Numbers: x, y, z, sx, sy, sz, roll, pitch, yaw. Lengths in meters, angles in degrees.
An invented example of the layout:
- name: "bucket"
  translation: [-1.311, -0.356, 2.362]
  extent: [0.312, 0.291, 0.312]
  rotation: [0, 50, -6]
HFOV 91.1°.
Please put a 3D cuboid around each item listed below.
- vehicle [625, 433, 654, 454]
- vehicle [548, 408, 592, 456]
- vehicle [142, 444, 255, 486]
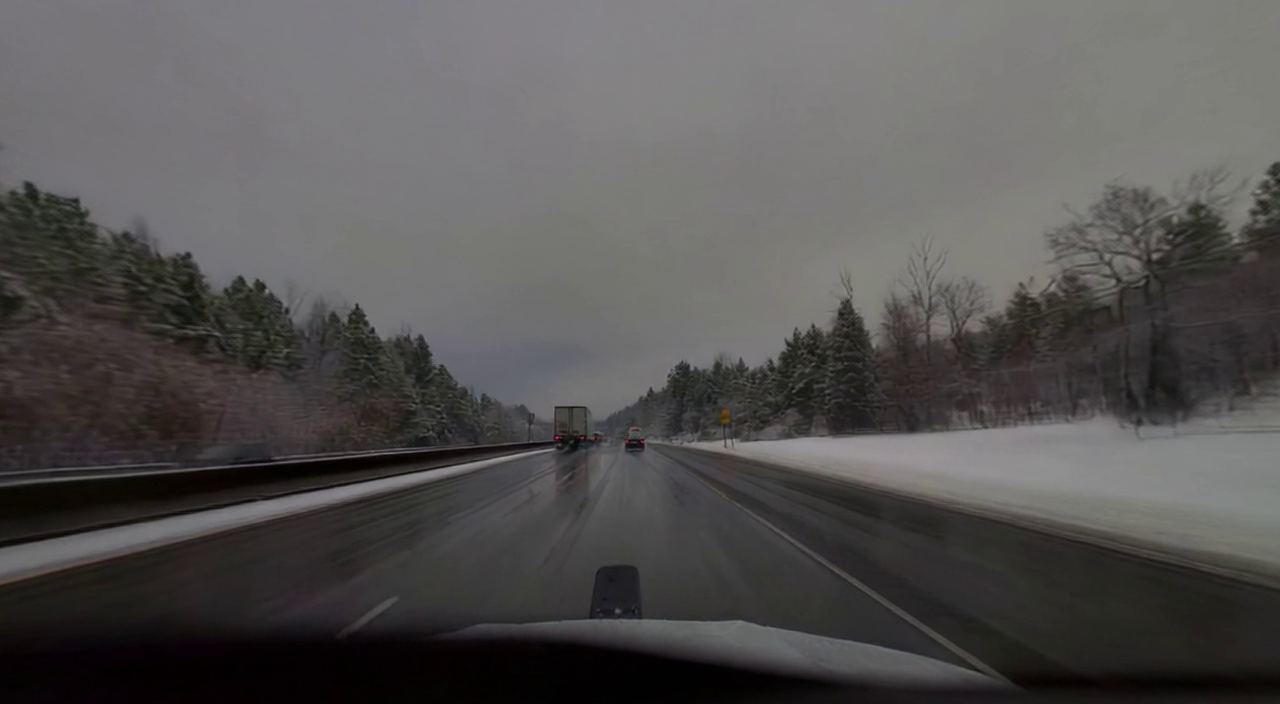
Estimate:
- name: "vehicle"
  translation: [-0.093, 6.620, 45.604]
  extent: [1.988, 1.472, 3.716]
  rotation: [0, -8, -1]
- name: "vehicle"
  translation: [-4.856, 5.699, 44.704]
  extent: [2.450, 3.098, 6.965]
  rotation: [0, -8, -1]
- name: "vehicle"
  translation: [-16.798, 4.283, 24.133]
  extent: [1.654, 1.408, 3.685]
  rotation: [0, -8, 0]
